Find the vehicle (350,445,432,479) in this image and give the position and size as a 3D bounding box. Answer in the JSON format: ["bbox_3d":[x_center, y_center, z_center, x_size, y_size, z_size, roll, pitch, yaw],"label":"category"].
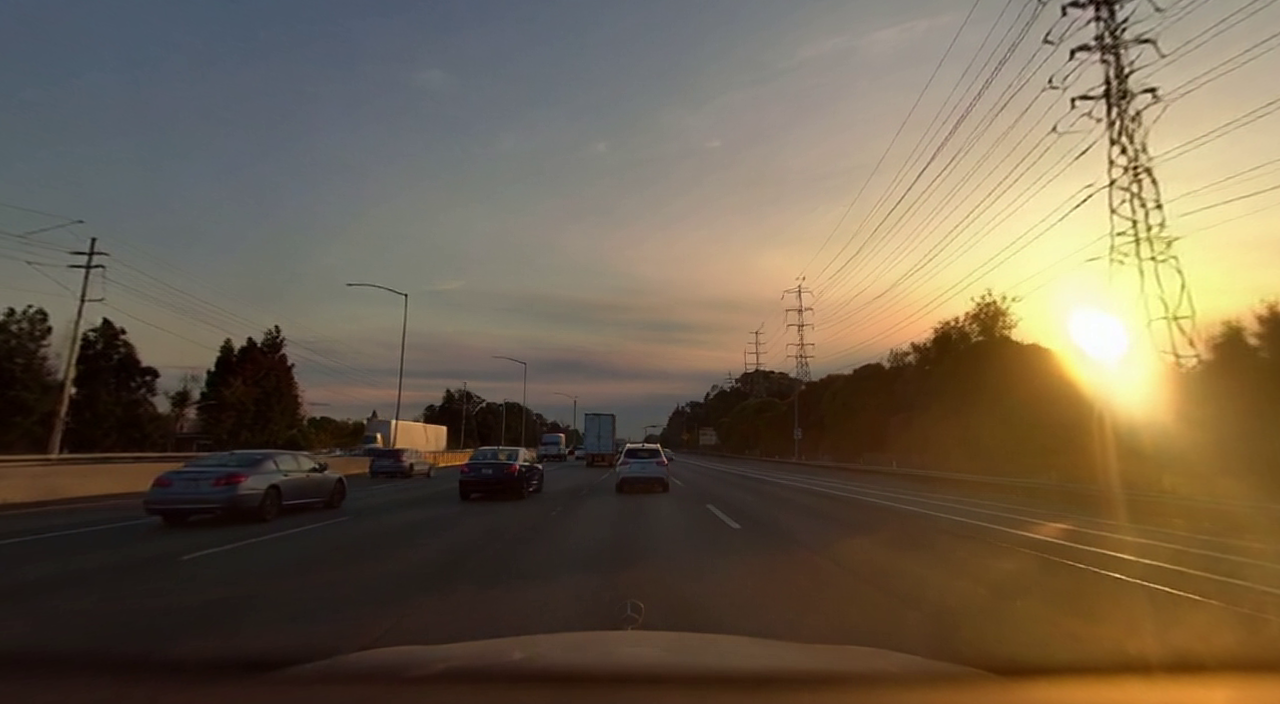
[{"bbox_3d":[-11.864,5.257,30.450,2.004,1.457,4.758,0,-9,0],"label":"vehicle"}]

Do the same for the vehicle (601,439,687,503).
[{"bbox_3d":[0.020,3.116,16.999,2.018,1.470,4.491,0,-9,-2],"label":"vehicle"}]

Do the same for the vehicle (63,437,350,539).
[{"bbox_3d":[-7.256,2.289,11.318,1.867,1.445,4.499,0,-9,1],"label":"vehicle"}]

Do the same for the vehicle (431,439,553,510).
[{"bbox_3d":[-3.401,2.897,15.401,1.912,1.464,4.115,0,-9,1],"label":"vehicle"}]

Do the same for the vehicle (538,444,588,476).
[{"bbox_3d":[-3.759,5.316,31.273,2.013,1.437,3.801,0,-9,0],"label":"vehicle"}]
